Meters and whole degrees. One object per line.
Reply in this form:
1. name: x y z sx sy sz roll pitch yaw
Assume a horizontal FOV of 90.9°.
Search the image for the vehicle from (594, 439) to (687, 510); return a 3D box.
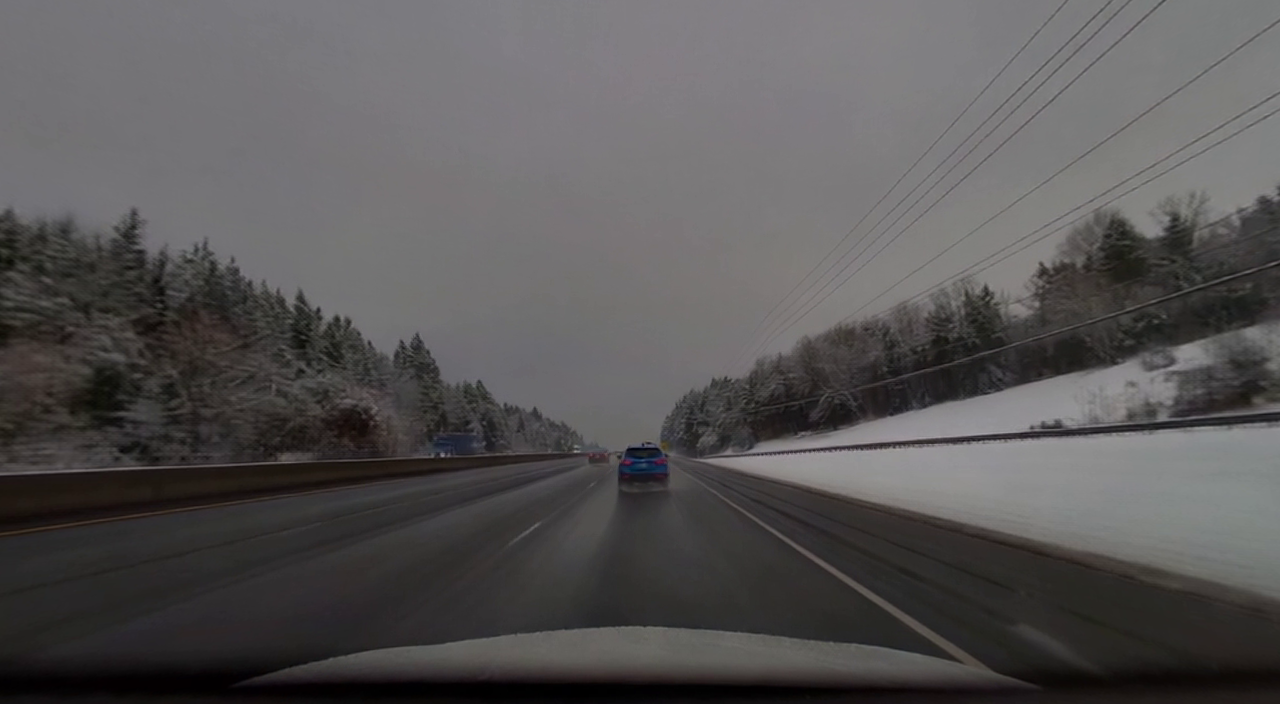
1. vehicle: 0.003 2.930 15.535 1.966 1.499 4.298 0 -9 0
